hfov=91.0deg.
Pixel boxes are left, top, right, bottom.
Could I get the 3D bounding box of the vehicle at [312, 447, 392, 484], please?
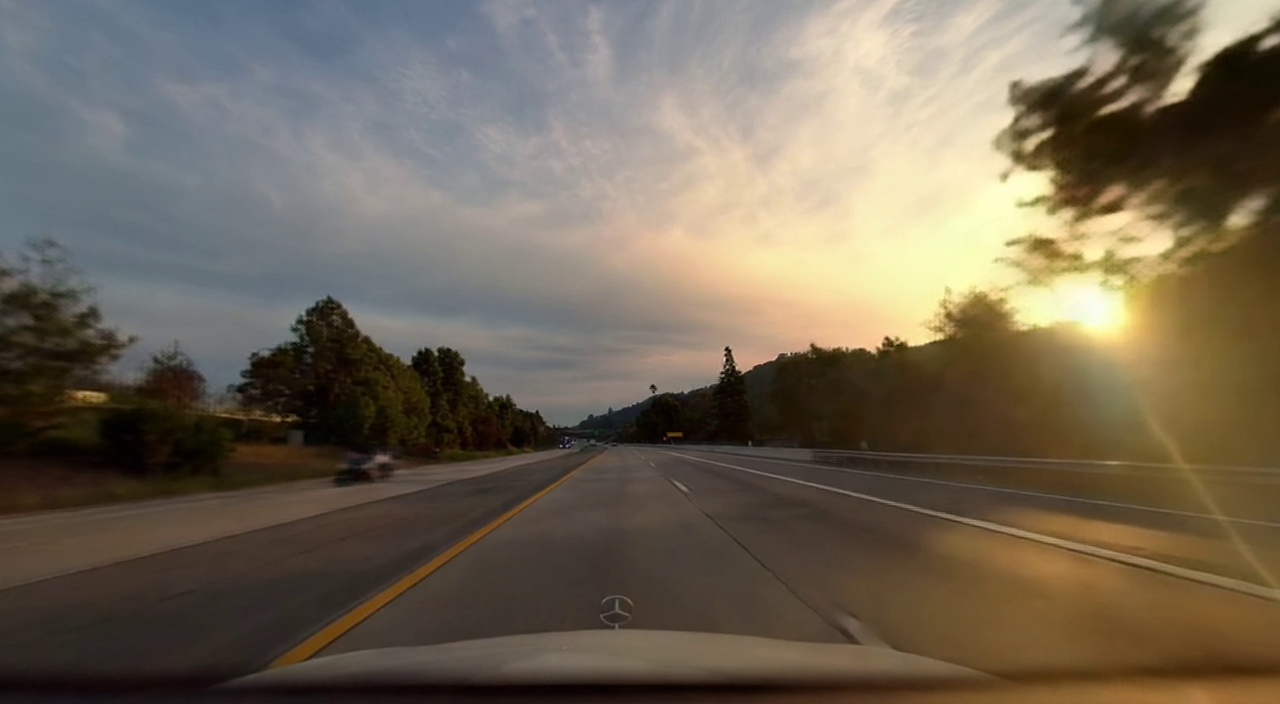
[{"bbox_3d":[-13.570,5.350,29.941,1.990,1.551,3.957,0,-8,-2],"label":"vehicle"}]
